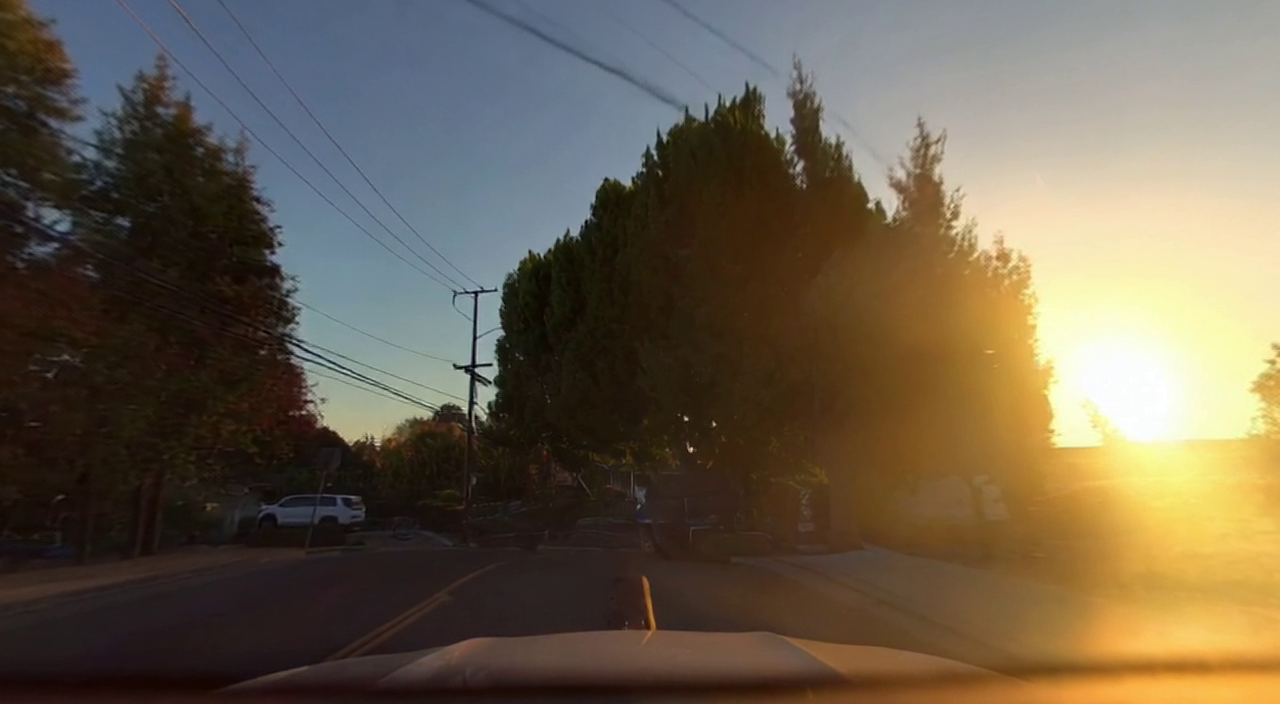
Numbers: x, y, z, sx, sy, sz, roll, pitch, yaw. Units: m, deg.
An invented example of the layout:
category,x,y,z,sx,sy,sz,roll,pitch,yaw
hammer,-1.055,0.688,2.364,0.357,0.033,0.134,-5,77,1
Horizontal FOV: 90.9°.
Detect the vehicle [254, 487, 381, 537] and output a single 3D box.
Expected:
category,x,y,z,sx,sy,sz,roll,pitch,yaw
vehicle,-16.456,8.177,32.791,2.301,2.081,6.706,-3,-11,8
